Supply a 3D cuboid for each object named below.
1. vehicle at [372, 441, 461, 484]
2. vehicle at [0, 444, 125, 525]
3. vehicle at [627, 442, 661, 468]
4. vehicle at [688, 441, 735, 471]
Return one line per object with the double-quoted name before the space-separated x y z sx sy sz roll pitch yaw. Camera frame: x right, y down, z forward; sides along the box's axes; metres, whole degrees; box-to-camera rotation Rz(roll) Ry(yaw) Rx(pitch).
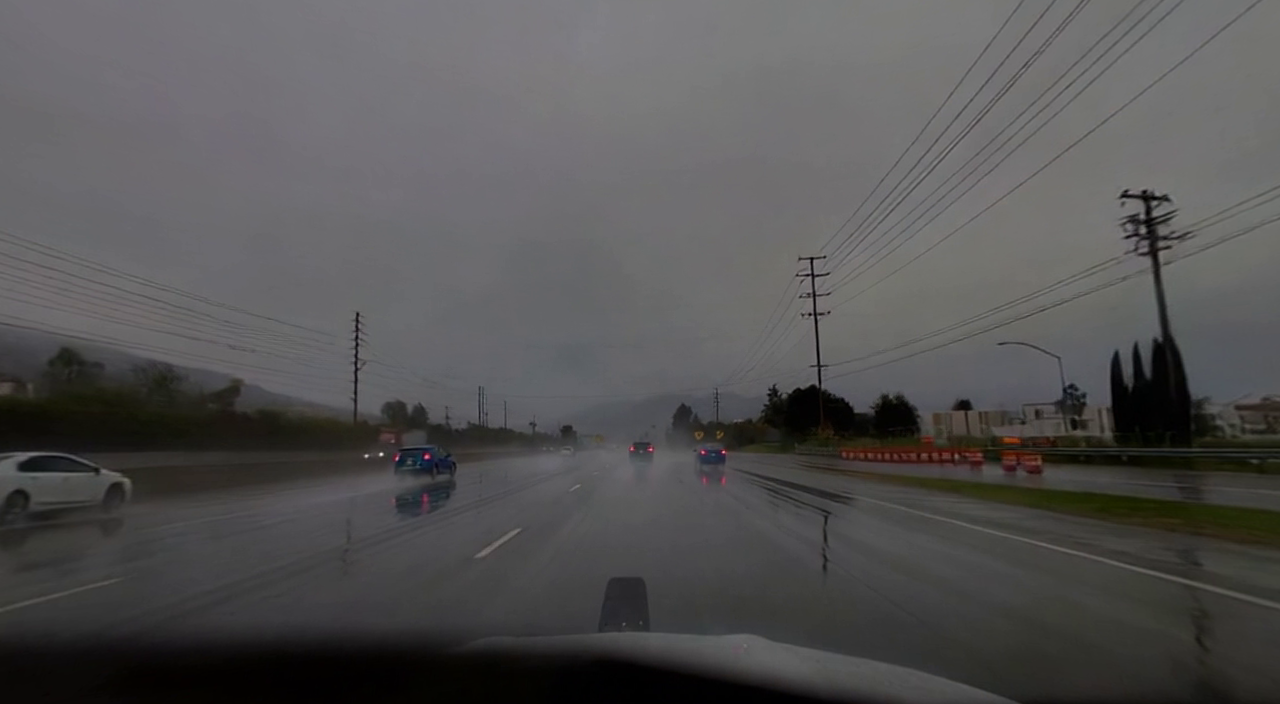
"vehicle" -10.274 5.104 29.489 2.241 1.810 4.966 -1 -8 2
"vehicle" -14.409 2.877 13.906 2.046 1.674 4.735 0 -8 1
"vehicle" 0.251 6.387 39.329 2.036 1.474 3.969 0 -8 0
"vehicle" 3.845 5.689 34.627 2.060 1.526 4.387 0 -8 0
